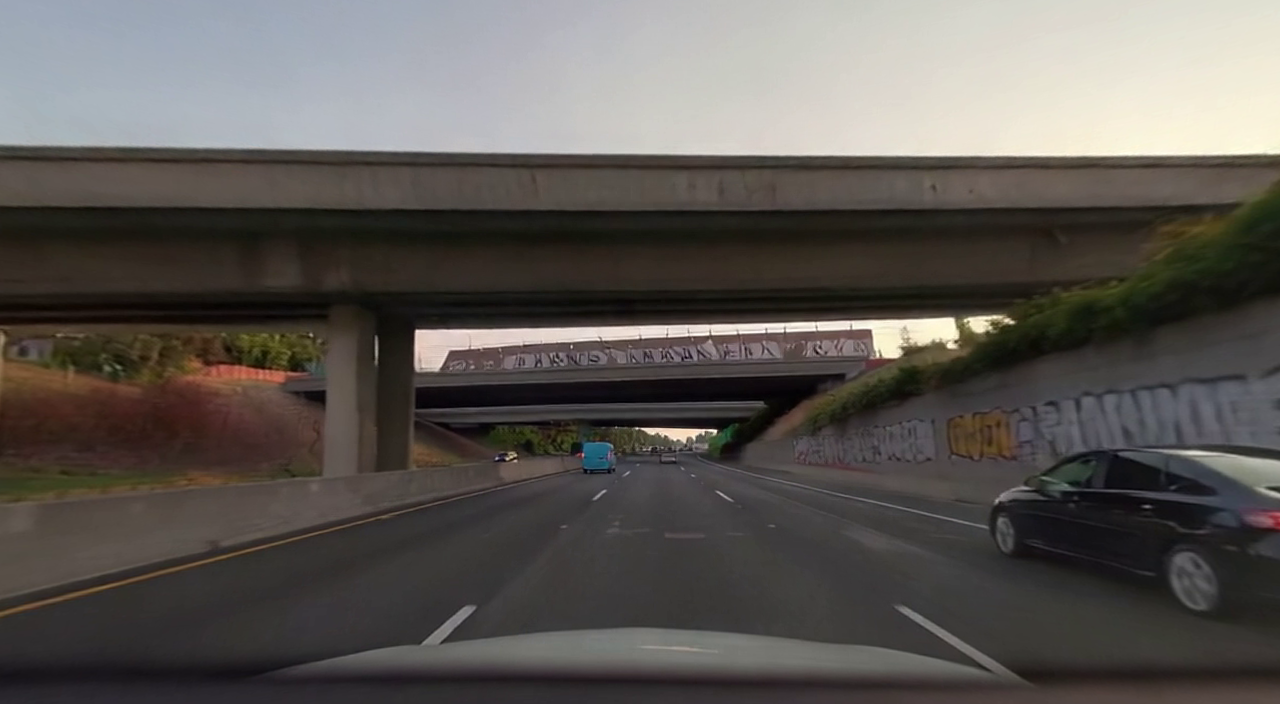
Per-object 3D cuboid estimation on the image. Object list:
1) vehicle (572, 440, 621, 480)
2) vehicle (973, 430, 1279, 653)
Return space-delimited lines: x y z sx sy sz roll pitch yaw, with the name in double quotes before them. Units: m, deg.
"vehicle" -2.321 5.940 35.045 2.310 2.030 5.094 0 -9 1
"vehicle" 5.298 1.503 5.767 1.972 1.492 4.623 0 -9 0
